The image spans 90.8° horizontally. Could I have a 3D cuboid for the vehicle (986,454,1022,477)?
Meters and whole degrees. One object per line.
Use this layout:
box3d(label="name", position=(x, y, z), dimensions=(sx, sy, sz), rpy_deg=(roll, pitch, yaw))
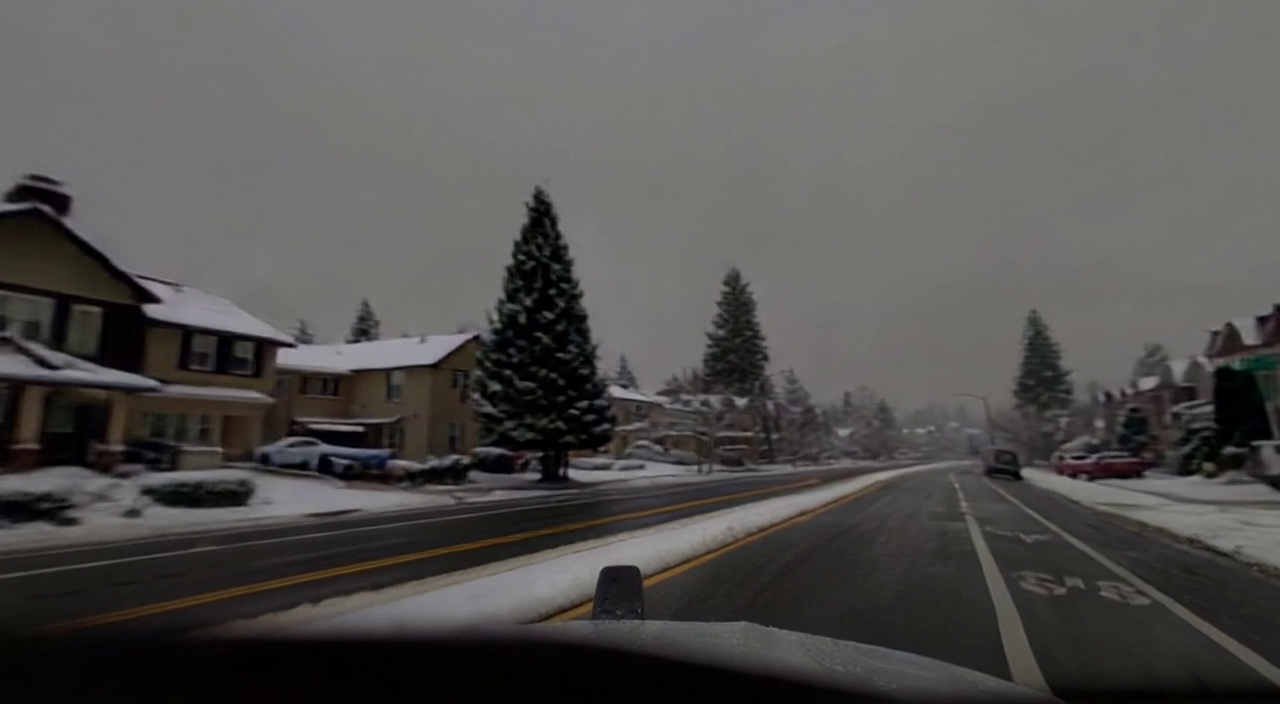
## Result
box3d(label="vehicle", position=(27.544, 8.593, 47.900), dimensions=(1.971, 1.558, 4.895), rpy_deg=(-3, -10, 26))
